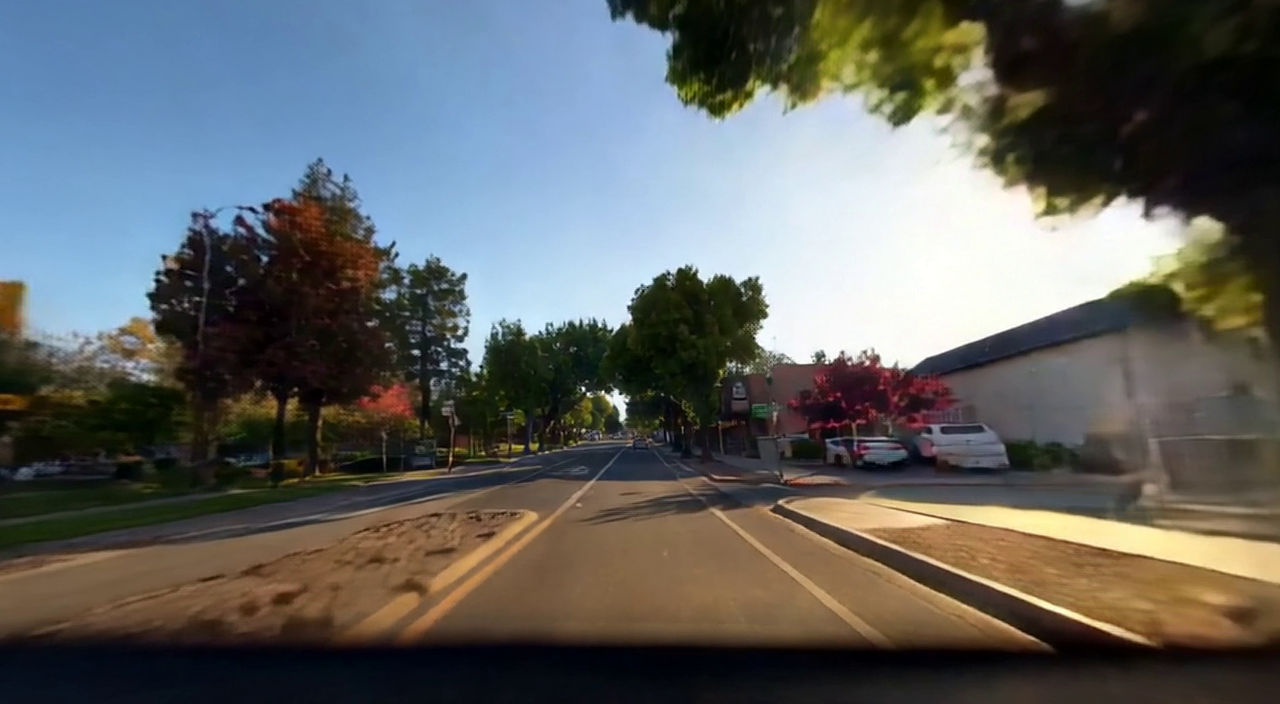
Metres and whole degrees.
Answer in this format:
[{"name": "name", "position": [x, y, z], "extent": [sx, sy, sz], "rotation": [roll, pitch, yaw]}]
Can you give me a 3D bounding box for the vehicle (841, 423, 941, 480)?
[{"name": "vehicle", "position": [11.084, 4.541, 28.338], "extent": [2.001, 1.744, 4.449], "rotation": [-4, -16, -9]}]
